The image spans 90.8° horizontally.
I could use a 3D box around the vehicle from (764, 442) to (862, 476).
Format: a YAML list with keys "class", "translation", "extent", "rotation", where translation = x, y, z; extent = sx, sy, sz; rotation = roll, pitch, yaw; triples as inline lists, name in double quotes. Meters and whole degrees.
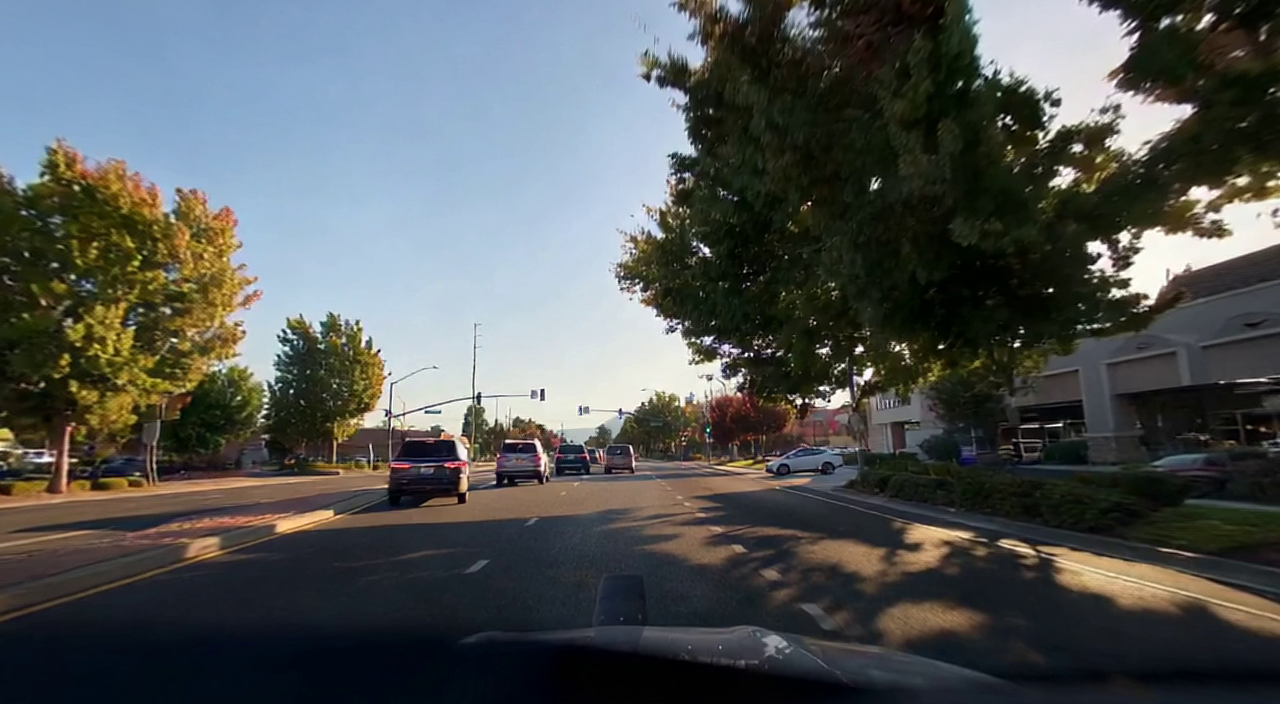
- class: "vehicle"
  translation: [9.424, 5.809, 34.559]
  extent: [4.734, 1.726, 2.039]
  rotation: [2, -9, -12]

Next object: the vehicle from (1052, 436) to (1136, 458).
- class: "vehicle"
  translation: [31.355, 6.580, 43.684]
  extent: [4.352, 1.482, 1.954]
  rotation: [0, -9, -4]

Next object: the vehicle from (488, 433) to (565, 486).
- class: "vehicle"
  translation: [-4.326, 4.211, 25.037]
  extent: [2.159, 1.877, 4.925]
  rotation: [0, -8, 0]

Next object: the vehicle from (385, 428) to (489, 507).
- class: "vehicle"
  translation: [-5.295, 3.032, 17.127]
  extent: [2.093, 1.803, 4.668]
  rotation: [1, -9, -11]

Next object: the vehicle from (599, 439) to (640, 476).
- class: "vehicle"
  translation: [-1.092, 5.578, 33.693]
  extent: [2.061, 1.809, 4.141]
  rotation: [0, -8, -2]

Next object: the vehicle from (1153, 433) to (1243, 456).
- class: "vehicle"
  translation: [38.639, 6.413, 43.822]
  extent: [4.436, 1.481, 1.886]
  rotation: [-1, -8, -2]

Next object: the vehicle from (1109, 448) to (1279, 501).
- class: "vehicle"
  translation: [17.439, 3.706, 19.380]
  extent: [4.683, 1.457, 1.906]
  rotation: [0, -9, -5]
